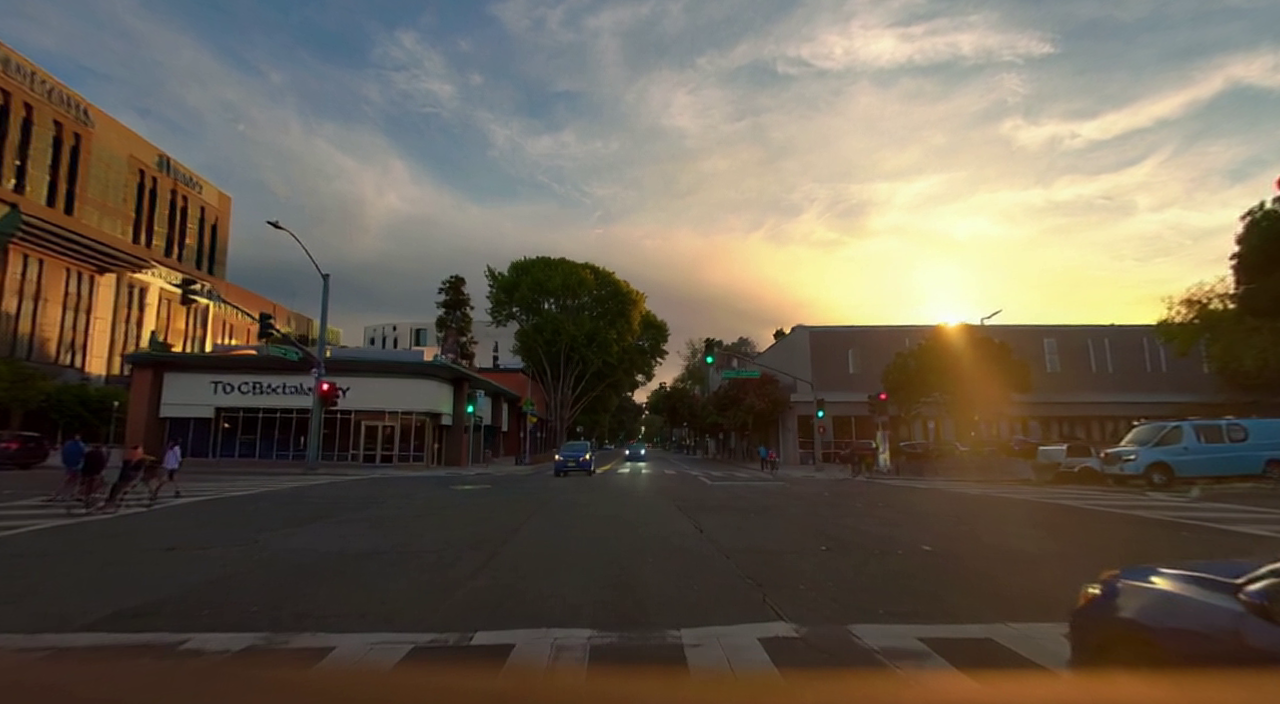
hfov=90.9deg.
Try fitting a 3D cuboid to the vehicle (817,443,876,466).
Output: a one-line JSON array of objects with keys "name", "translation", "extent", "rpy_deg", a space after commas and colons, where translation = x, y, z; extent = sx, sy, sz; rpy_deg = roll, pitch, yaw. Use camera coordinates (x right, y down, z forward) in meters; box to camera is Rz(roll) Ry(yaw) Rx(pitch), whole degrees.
[{"name": "vehicle", "translation": [15.084, 7.473, 46.247], "extent": [1.924, 1.579, 4.084], "rpy_deg": [3, -9, -20]}]

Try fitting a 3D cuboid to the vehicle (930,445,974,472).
[{"name": "vehicle", "translation": [18.281, 6.220, 37.046], "extent": [1.791, 1.520, 3.649], "rpy_deg": [-3, -9, 19]}]

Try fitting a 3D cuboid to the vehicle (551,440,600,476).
[{"name": "vehicle", "translation": [-3.141, 5.245, 31.453], "extent": [1.961, 1.658, 4.064], "rpy_deg": [0, -8, 1]}]

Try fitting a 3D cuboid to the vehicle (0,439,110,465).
[{"name": "vehicle", "translation": [-36.500, 6.215, 39.428], "extent": [4.671, 1.543, 1.846], "rpy_deg": [4, -9, -27]}]

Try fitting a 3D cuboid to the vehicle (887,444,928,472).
[{"name": "vehicle", "translation": [15.855, 6.262, 37.527], "extent": [1.875, 1.543, 3.853], "rpy_deg": [-3, -9, 19]}]

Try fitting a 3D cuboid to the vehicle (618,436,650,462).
[{"name": "vehicle", "translation": [-0.551, 7.639, 49.772], "extent": [2.390, 1.948, 5.344], "rpy_deg": [0, -8, -2]}]

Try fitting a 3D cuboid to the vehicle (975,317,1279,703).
[{"name": "vehicle", "translation": [2.868, 0.656, 1.041], "extent": [2.048, 1.725, 4.754], "rpy_deg": [0, -8, 1]}]
